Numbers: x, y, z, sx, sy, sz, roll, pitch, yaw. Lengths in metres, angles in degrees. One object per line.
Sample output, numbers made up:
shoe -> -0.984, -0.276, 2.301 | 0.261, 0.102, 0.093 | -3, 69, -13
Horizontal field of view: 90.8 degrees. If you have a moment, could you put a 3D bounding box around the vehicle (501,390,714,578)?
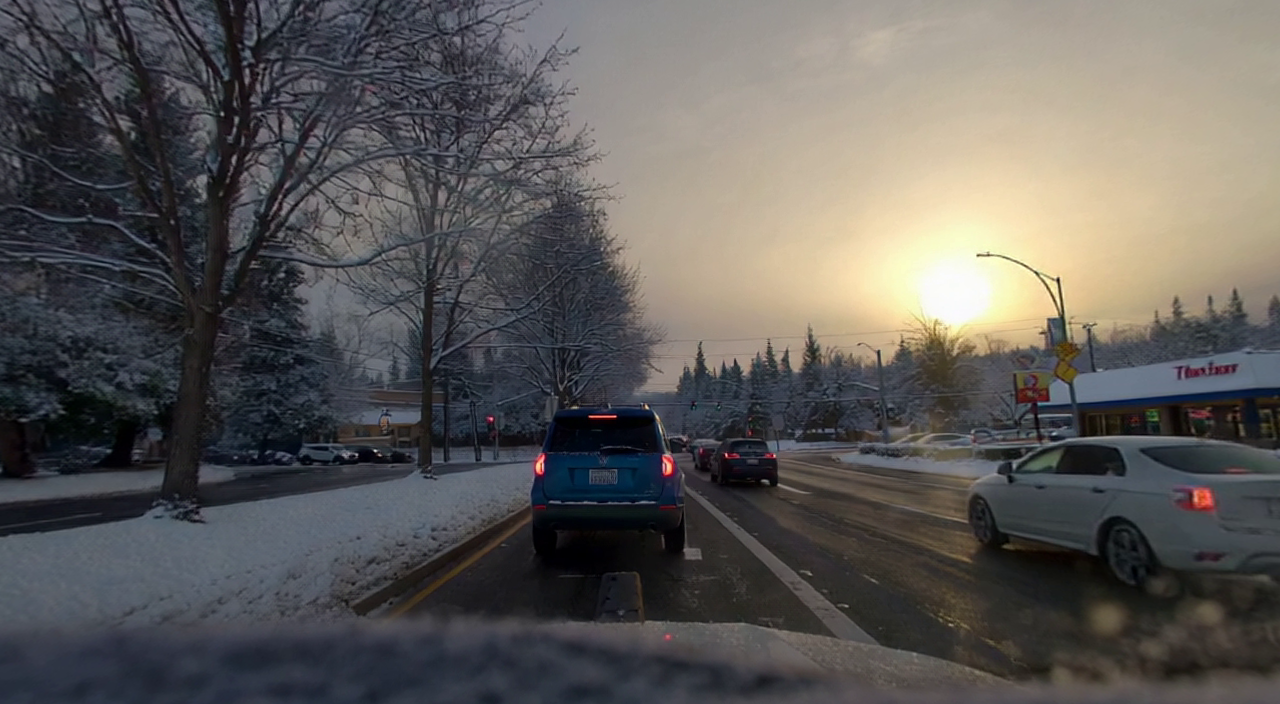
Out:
vehicle -> -0.293, 1.649, 8.639 | 2.096, 1.837, 4.687 | 0, -9, 1

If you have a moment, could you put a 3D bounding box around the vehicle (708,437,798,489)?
vehicle -> 3.695, 3.743, 21.593 | 2.098, 1.555, 4.778 | 0, -9, -1

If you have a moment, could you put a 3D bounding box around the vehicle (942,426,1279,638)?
vehicle -> 5.352, 1.622, 6.830 | 1.930, 1.478, 4.643 | 0, -9, 1
